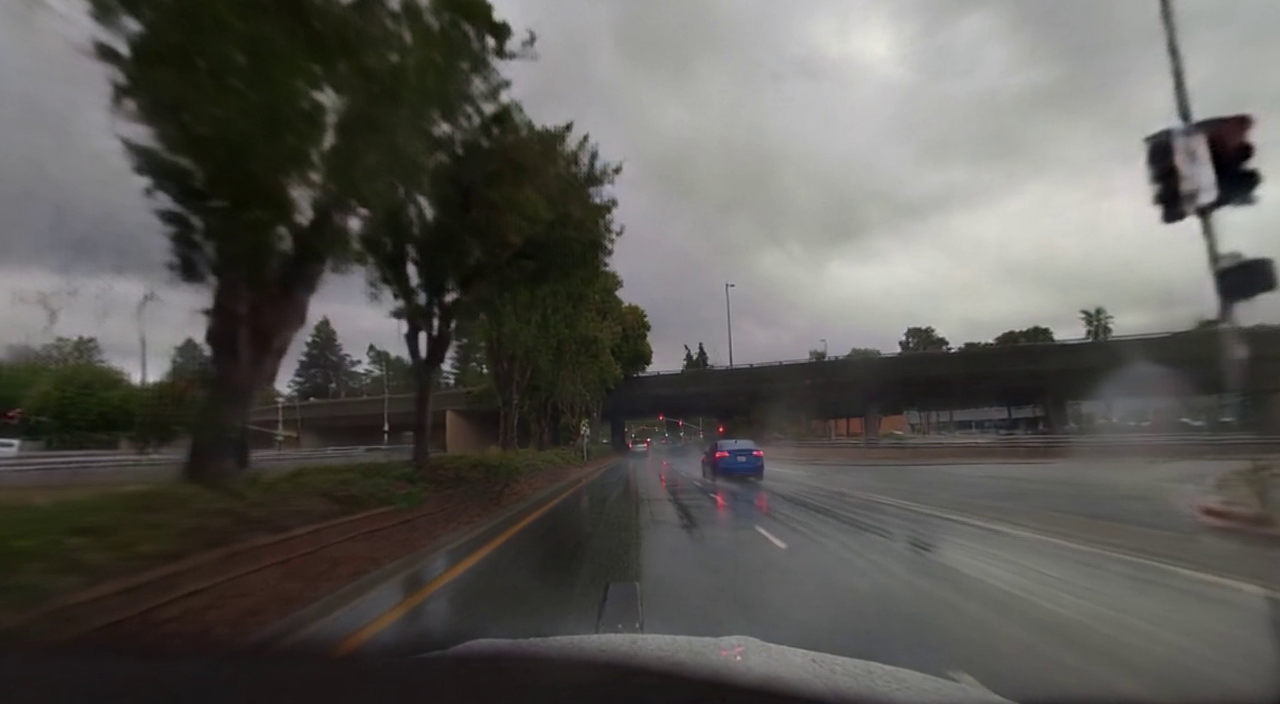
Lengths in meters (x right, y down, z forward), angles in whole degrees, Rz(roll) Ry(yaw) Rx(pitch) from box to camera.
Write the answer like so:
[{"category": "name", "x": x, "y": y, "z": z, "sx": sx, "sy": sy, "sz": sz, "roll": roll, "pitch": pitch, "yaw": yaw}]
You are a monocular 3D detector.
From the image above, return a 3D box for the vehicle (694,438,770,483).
[{"category": "vehicle", "x": 3.303, "y": 3.987, "z": 23.520, "sx": 2.062, "sy": 1.484, "sz": 4.332, "roll": 0, "pitch": -8, "yaw": -1}]
